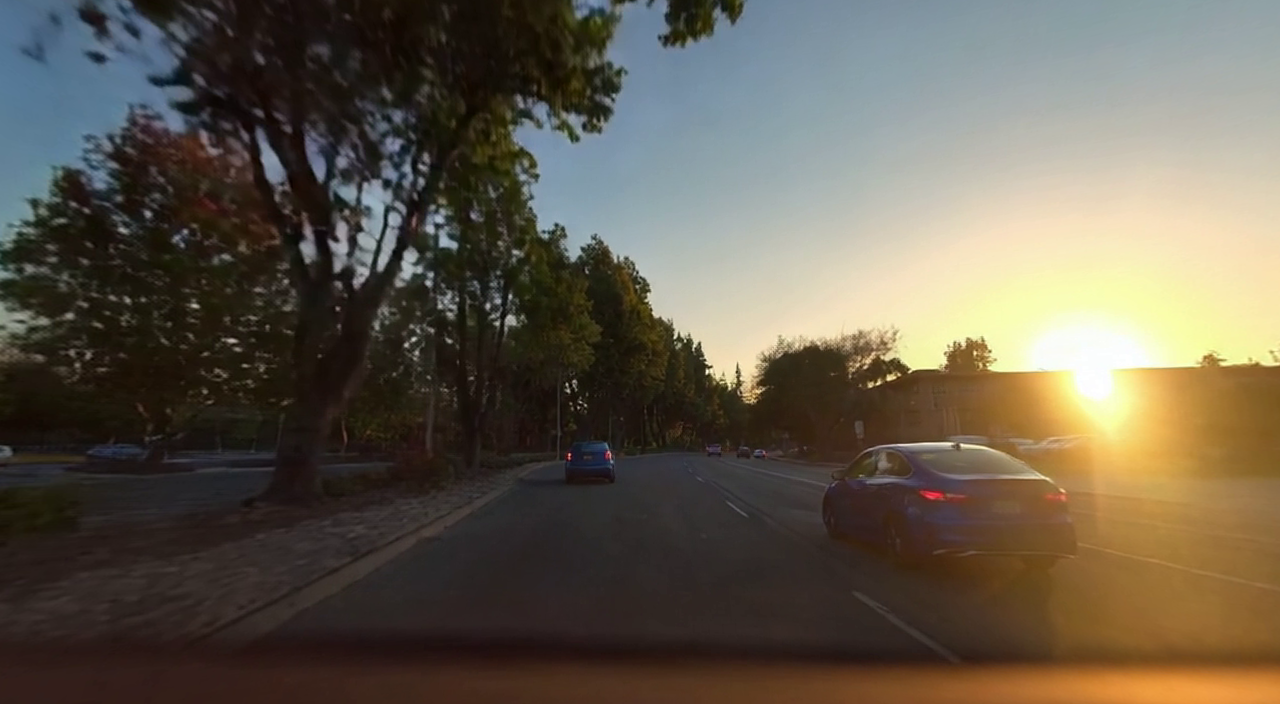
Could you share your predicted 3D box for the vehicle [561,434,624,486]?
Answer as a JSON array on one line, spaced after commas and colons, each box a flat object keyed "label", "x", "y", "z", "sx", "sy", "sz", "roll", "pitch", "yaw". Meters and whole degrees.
[{"label": "vehicle", "x": -1.744, "y": 3.921, "z": 23.210, "sx": 2.085, "sy": 1.693, "sz": 4.301, "roll": 0, "pitch": -8, "yaw": -4}]

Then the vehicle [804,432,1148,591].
[{"label": "vehicle", "x": 3.627, "y": 1.774, "z": 7.968, "sx": 1.918, "sy": 1.418, "sz": 4.360, "roll": 0, "pitch": -8, "yaw": 0}]
